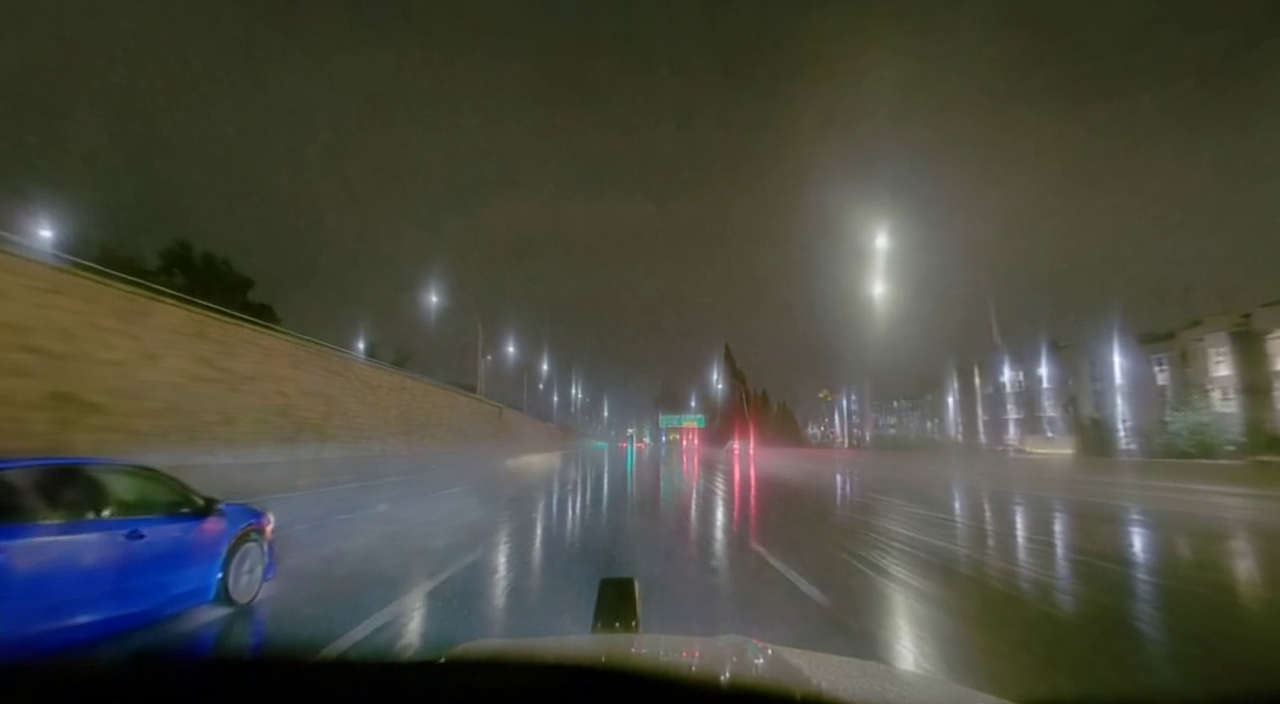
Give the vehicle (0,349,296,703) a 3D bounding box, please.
[{"bbox_3d":[-3.800,0.839,2.880,2.070,1.641,4.315,0,-8,-1],"label":"vehicle"}]
